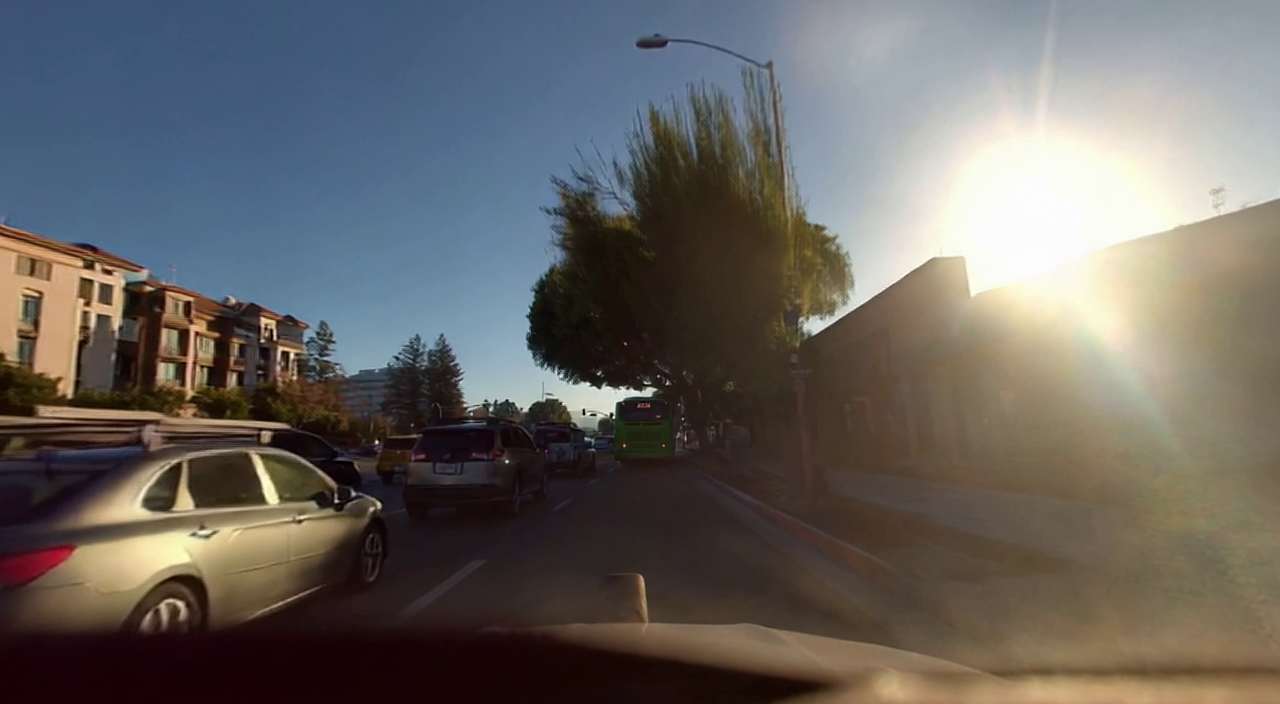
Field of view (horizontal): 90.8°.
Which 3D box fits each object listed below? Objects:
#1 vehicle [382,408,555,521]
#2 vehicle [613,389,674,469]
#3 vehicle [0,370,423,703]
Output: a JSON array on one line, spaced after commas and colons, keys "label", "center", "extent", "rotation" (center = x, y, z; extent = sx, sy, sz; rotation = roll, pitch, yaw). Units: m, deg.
[{"label": "vehicle", "center": [-3.245, 2.281, 13.268], "extent": [2.095, 1.892, 5.043], "rotation": [0, -9, 1]}, {"label": "vehicle", "center": [0.251, 4.639, 36.866], "extent": [2.970, 3.857, 12.200], "rotation": [0, -9, 1]}, {"label": "vehicle", "center": [-3.292, 1.145, 4.170], "extent": [2.042, 1.571, 4.475], "rotation": [0, -9, 1]}]
